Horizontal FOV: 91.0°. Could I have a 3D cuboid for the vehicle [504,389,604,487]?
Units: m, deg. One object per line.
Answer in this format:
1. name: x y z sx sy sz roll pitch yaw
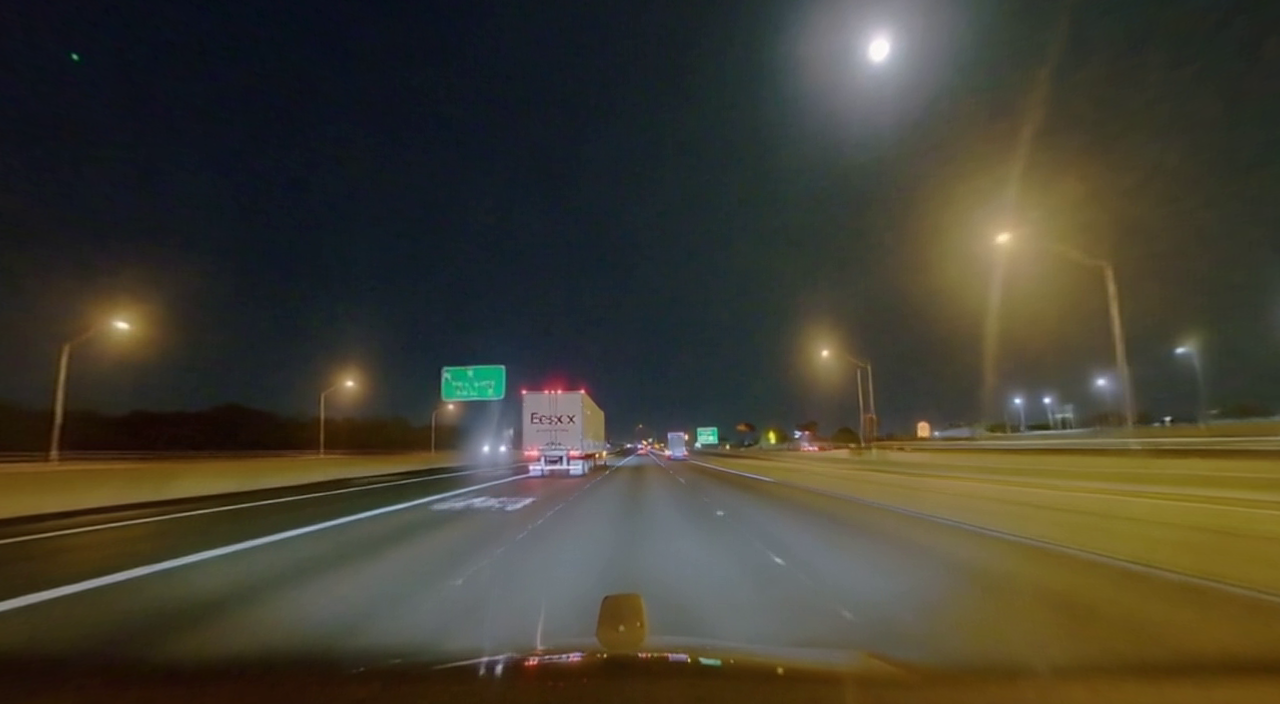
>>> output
1. vehicle: -3.257 3.677 26.457 2.922 3.458 8.360 0 -9 1
